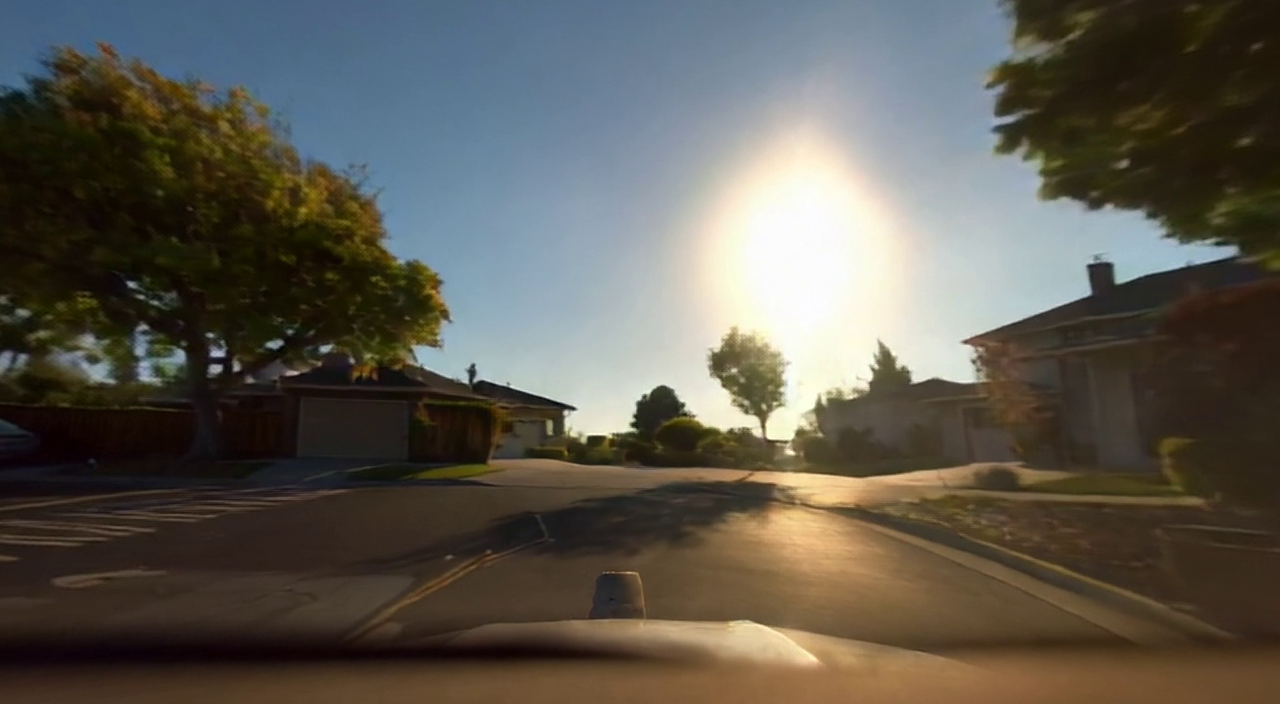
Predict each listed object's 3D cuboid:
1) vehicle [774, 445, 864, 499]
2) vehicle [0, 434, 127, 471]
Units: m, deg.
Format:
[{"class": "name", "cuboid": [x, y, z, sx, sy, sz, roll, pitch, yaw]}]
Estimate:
[{"class": "vehicle", "cuboid": [5.507, 3.760, 20.049, 1.860, 1.477, 4.629, -1, -10, 5]}, {"class": "vehicle", "cuboid": [-28.549, 5.054, 31.363, 2.019, 1.697, 4.310, 0, -11, 6]}]
